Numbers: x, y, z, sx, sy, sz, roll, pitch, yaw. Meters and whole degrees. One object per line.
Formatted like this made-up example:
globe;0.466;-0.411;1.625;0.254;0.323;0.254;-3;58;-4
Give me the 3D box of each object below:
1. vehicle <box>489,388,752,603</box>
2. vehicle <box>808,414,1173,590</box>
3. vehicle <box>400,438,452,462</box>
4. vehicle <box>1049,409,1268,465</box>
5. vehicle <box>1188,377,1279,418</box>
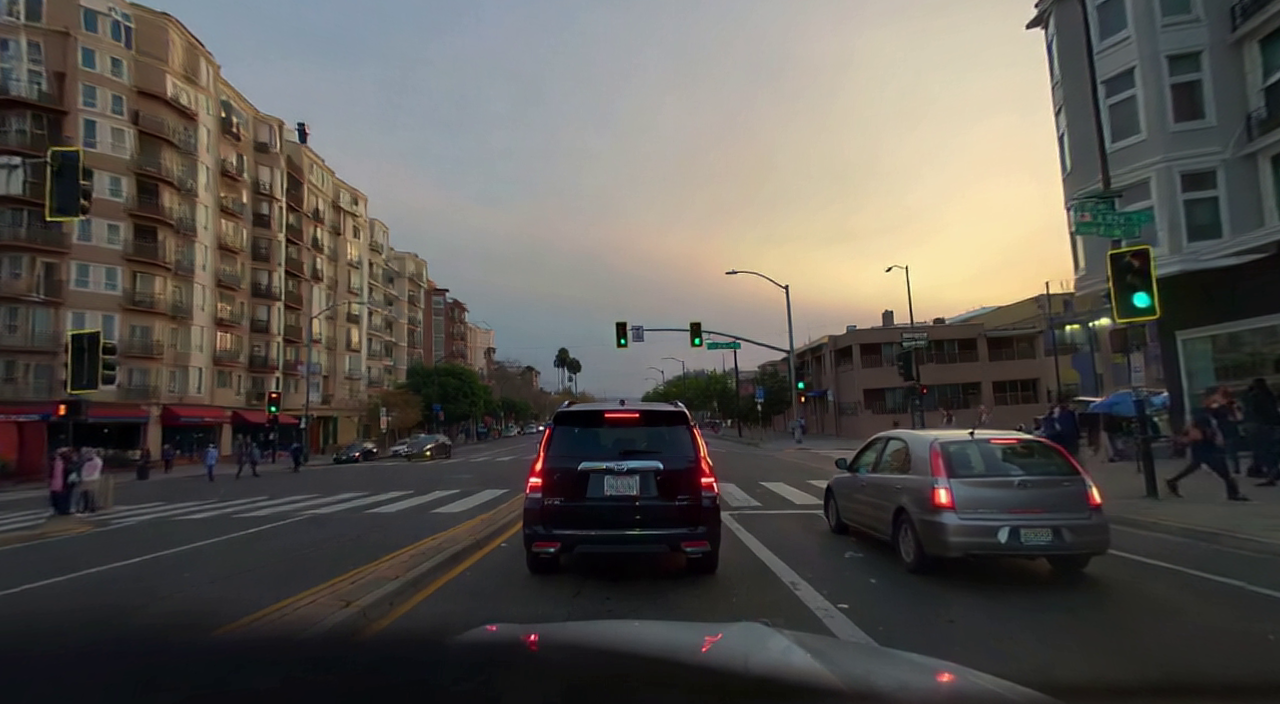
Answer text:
vehicle;-0.150;1.493;7.371;2.168;1.776;4.135;0;-8;0
vehicle;3.695;1.660;7.889;1.987;1.538;4.510;0;-8;0
vehicle;-16.033;7.352;47.606;2.132;1.710;4.504;0;-8;2
vehicle;14.267;2.380;17.609;4.354;1.466;1.863;0;-8;2
vehicle;26.562;1.981;27.164;4.287;1.639;1.729;0;-8;1
